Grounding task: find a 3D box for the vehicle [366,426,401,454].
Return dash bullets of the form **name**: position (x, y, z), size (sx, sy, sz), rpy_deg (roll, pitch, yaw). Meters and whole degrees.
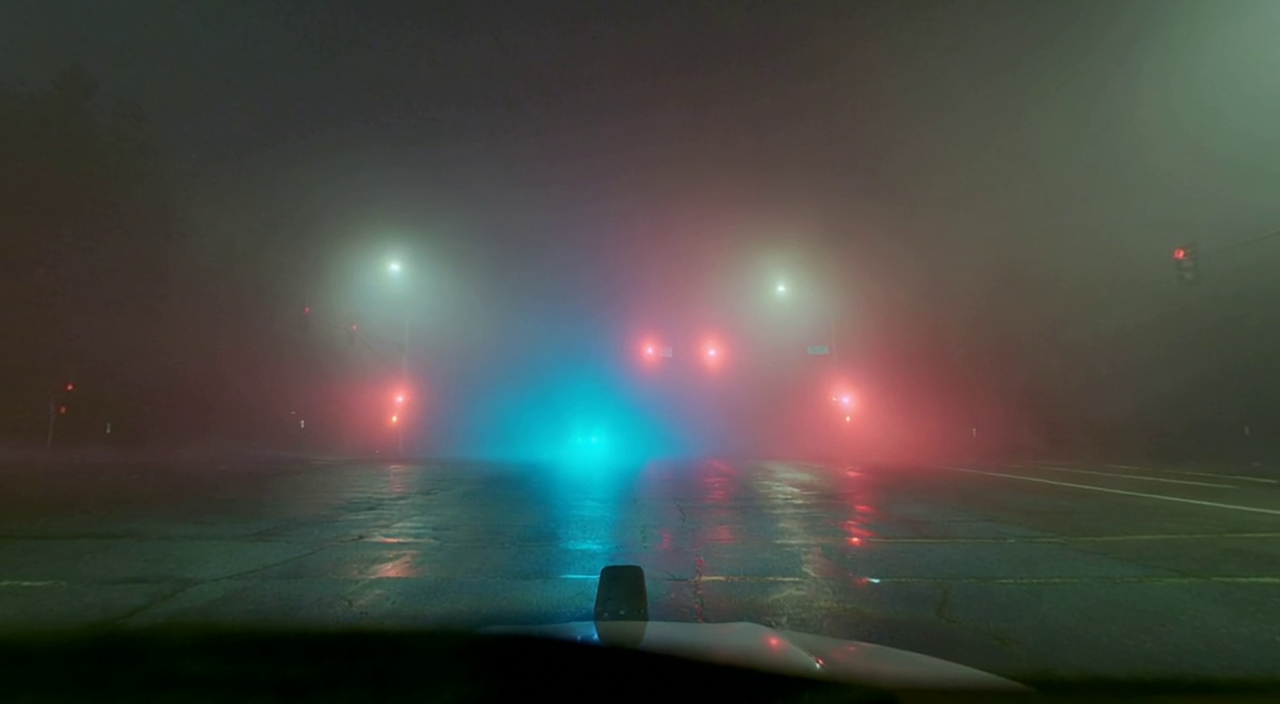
- **vehicle**: position (-20.007, 6.867, 48.887), size (1.873, 2.079, 2.879), rpy_deg (5, -10, -33)
